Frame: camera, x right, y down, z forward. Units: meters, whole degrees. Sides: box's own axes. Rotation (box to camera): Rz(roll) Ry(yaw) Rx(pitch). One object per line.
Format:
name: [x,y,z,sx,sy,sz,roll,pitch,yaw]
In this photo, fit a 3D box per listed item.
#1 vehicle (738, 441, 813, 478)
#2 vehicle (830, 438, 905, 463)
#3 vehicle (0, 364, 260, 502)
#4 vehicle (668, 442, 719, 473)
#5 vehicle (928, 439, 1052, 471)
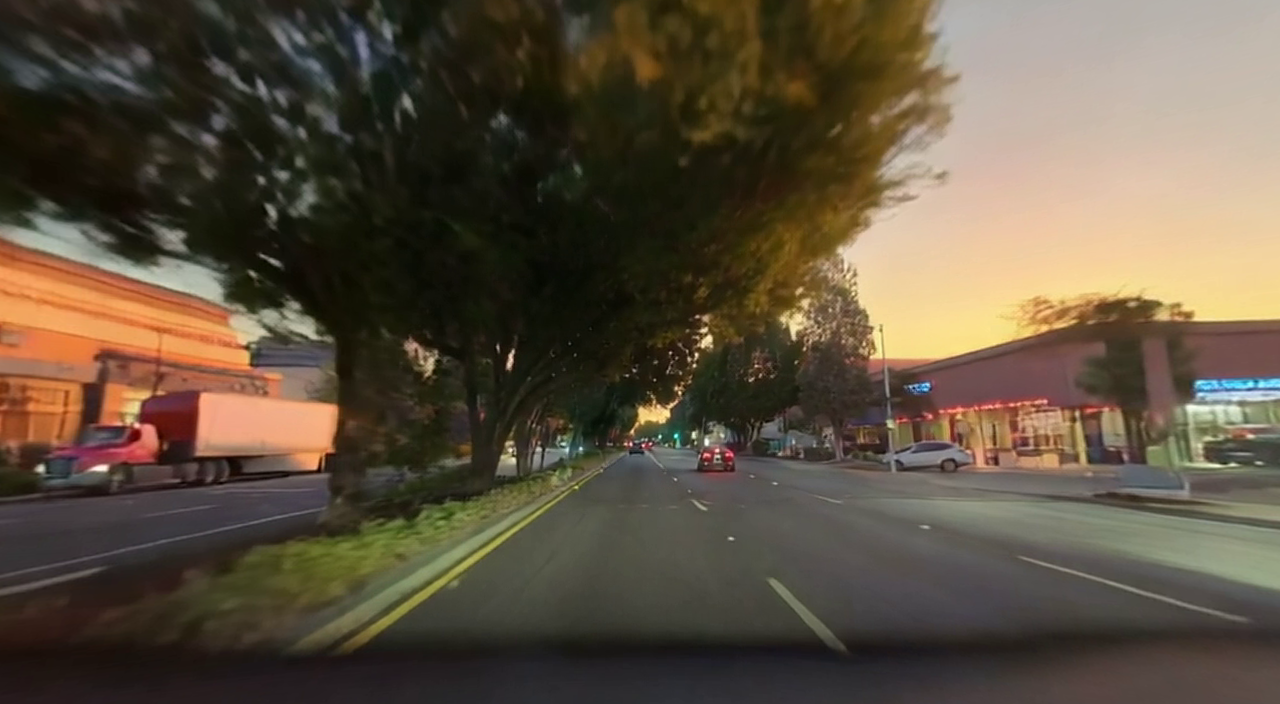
vehicle: [5.940,4.768,28.448,2.150,1.485,4.919,0,-8,-2]
vehicle: [15.915,6.860,44.235,4.457,1.521,1.872,-2,-8,-3]
vehicle: [-19.038,3.142,24.371,3.008,4.297,9.041,0,-8,0]
vehicle: [2.629,5.302,32.068,2.099,1.463,4.365,0,-8,-2]
vehicle: [16.675,4.899,30.303,4.679,1.448,2.178,1,-8,-3]
